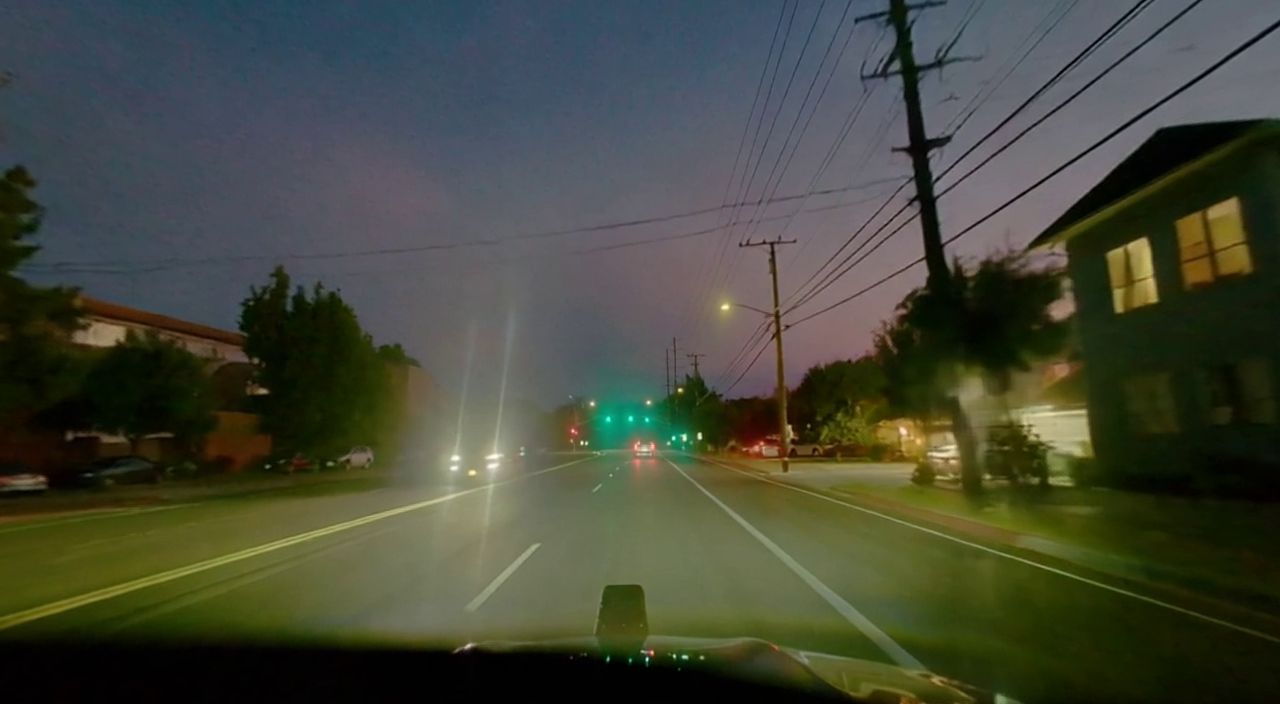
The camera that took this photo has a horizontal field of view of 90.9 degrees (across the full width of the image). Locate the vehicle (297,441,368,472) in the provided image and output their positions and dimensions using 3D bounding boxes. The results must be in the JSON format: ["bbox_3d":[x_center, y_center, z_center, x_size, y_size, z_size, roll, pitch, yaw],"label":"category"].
[{"bbox_3d":[-20.218,6.891,41.692,2.047,1.898,5.032,0,-8,1],"label":"vehicle"}]

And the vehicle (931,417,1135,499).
[{"bbox_3d":[11.284,3.096,18.756,2.392,2.063,5.213,1,-8,-5],"label":"vehicle"}]

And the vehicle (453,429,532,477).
[{"bbox_3d":[-6.429,4.463,28.095,2.273,1.952,4.599,0,-8,2],"label":"vehicle"}]

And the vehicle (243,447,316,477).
[{"bbox_3d":[-20.176,6.159,35.472,1.764,1.570,3.910,0,-8,0],"label":"vehicle"}]

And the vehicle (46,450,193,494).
[{"bbox_3d":[-20.496,4.708,25.137,1.812,1.501,4.632,0,-8,1],"label":"vehicle"}]
